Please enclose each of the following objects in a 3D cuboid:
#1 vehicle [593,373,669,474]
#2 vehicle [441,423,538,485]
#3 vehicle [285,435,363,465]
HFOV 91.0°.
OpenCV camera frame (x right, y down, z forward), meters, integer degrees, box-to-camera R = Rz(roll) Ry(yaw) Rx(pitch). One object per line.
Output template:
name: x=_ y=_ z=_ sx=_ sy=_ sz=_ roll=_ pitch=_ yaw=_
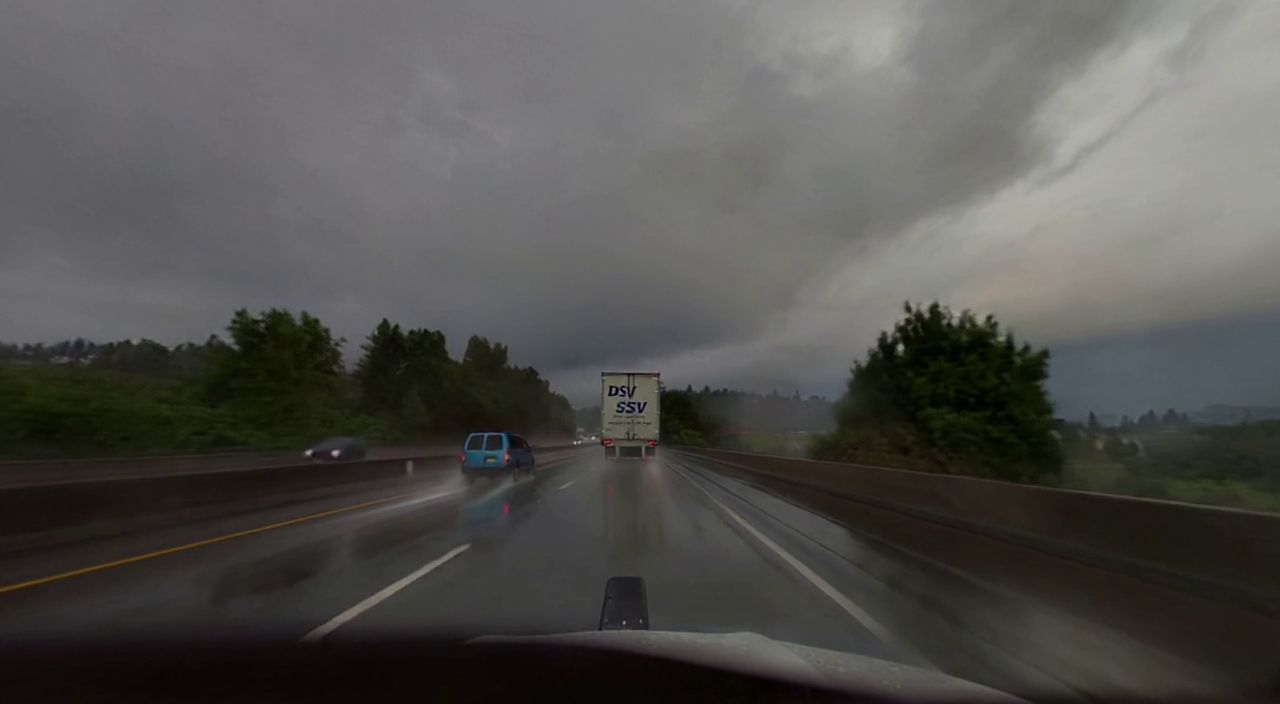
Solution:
vehicle: x=-0.465 y=3.525 z=29.883 sx=2.969 sy=3.957 sz=10.270 roll=0 pitch=-8 yaw=-1
vehicle: x=-4.797 y=3.328 z=20.824 sx=2.086 sy=1.778 sz=4.544 roll=0 pitch=-8 yaw=0
vehicle: x=-16.845 y=5.239 z=33.801 sx=1.924 sy=1.457 sz=4.470 roll=0 pitch=-8 yaw=-1
